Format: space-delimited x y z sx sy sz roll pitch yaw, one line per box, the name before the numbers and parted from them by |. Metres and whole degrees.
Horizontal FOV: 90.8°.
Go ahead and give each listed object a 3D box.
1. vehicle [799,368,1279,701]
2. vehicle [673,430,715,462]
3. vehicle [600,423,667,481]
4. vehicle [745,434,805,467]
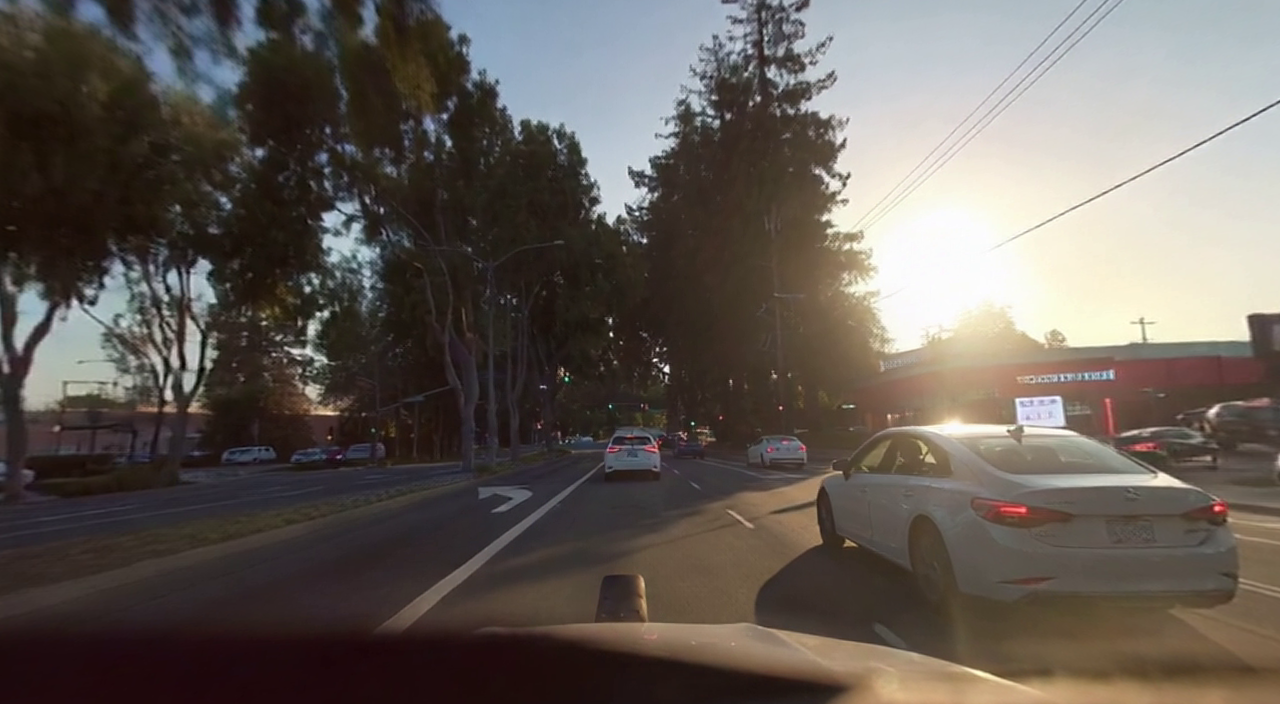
vehicle | 3.095 1.234 5.492 2.153 1.658 4.485 0 -8 -1
vehicle | 3.108 5.551 37.292 2.000 1.745 4.206 0 -8 -2
vehicle | -0.252 3.462 22.077 2.106 1.798 4.168 0 -8 -1
vehicle | 6.364 4.696 30.236 1.883 1.452 4.258 0 -8 -1
